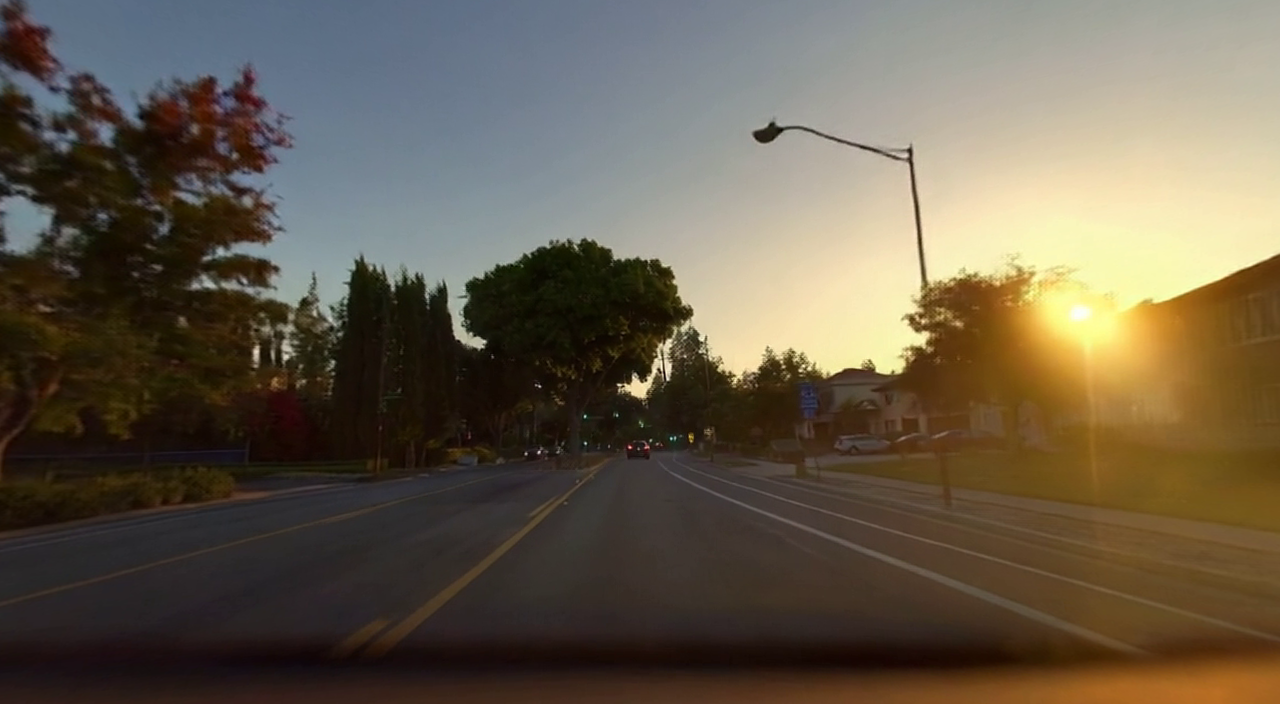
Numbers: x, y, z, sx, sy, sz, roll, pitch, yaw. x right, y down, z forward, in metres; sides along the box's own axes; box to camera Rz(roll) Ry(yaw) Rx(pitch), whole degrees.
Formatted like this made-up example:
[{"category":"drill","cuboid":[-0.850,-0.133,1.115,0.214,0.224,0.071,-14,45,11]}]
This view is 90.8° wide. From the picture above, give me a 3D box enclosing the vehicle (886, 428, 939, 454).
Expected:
[{"category":"vehicle","cuboid":[19.612,6.496,45.638,1.924,1.703,4.254,-2,-10,0]}]
